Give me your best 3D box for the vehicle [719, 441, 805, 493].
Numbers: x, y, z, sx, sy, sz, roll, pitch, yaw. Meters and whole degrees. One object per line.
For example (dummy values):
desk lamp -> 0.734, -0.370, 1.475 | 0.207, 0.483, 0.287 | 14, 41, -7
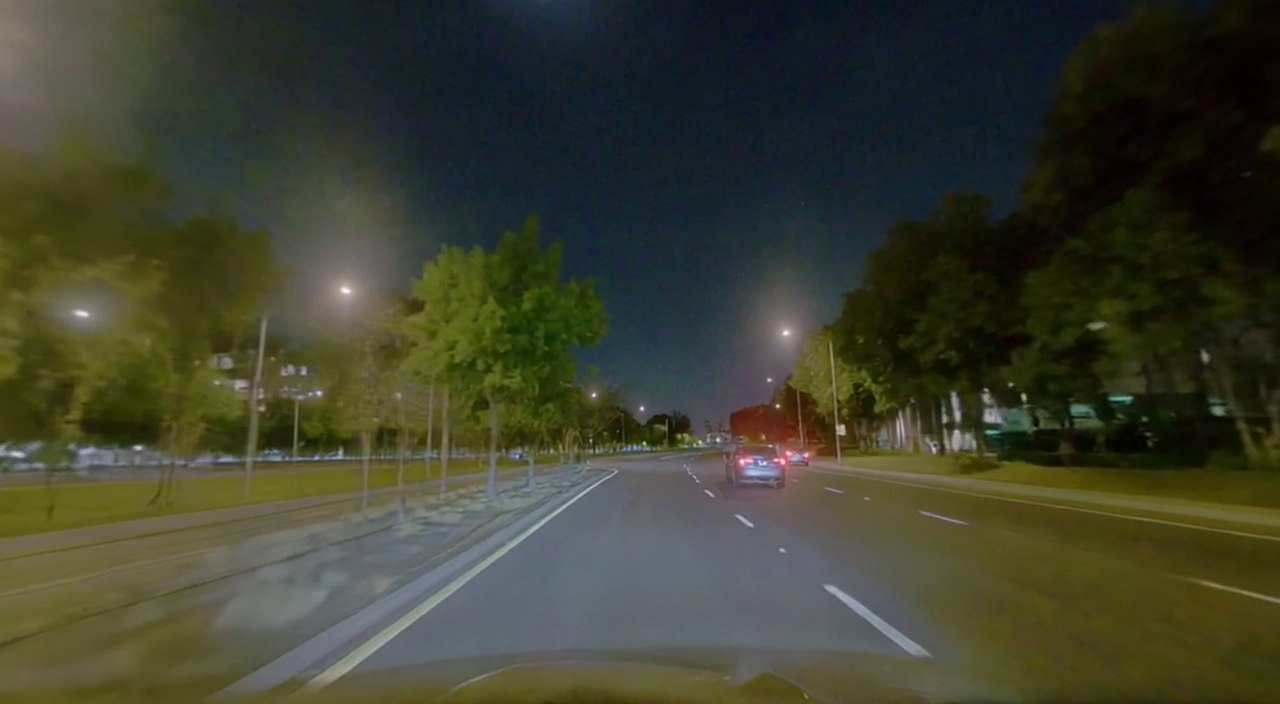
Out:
vehicle -> 3.846, 3.700, 20.690 | 1.928, 1.481, 4.453 | 0, -9, 0
